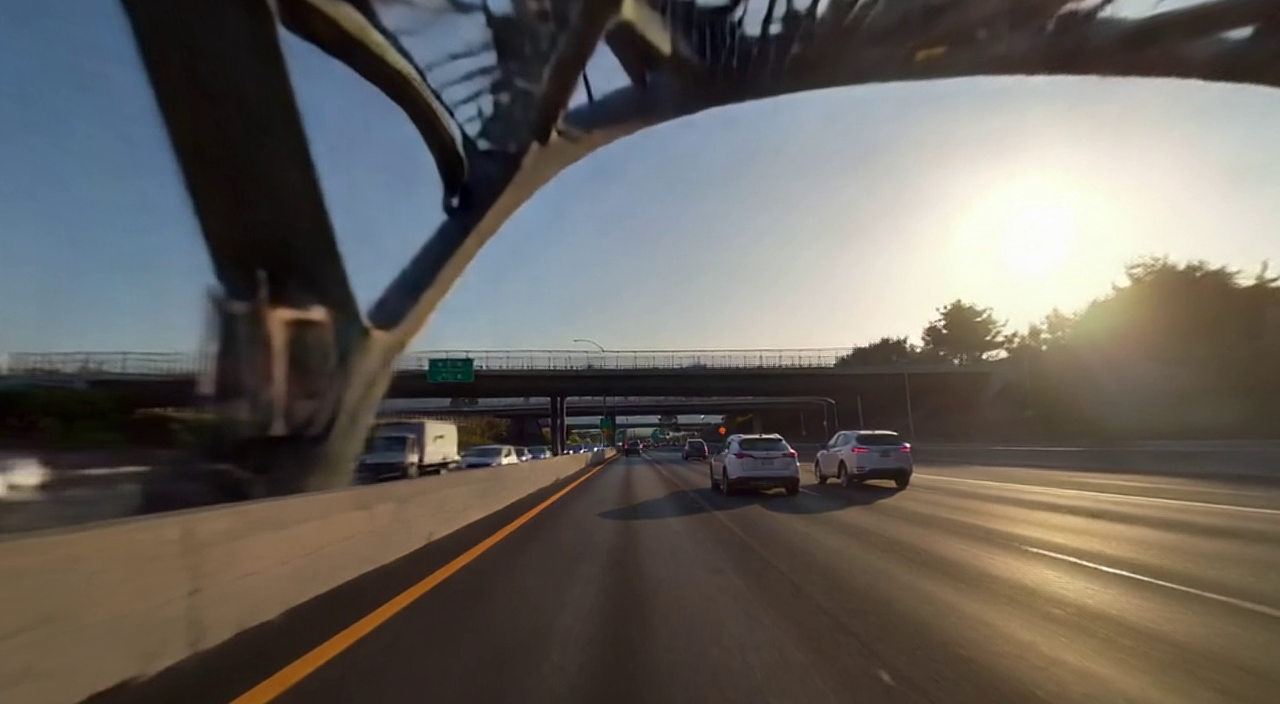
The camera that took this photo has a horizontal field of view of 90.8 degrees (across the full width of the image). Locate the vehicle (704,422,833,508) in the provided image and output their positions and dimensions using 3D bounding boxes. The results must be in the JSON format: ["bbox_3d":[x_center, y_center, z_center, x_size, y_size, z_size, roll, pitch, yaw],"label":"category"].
[{"bbox_3d":[2.826,2.613,14.976,2.059,1.711,4.302,0,-9,-1],"label":"vehicle"}]

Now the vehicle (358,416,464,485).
[{"bbox_3d":[-10.078,4.444,28.595,2.307,2.726,6.596,0,-9,0],"label":"vehicle"}]

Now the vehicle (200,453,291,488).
[{"bbox_3d":[-20.670,6.201,33.370,1.957,1.674,4.417,0,-9,0],"label":"vehicle"}]

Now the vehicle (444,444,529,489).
[{"bbox_3d":[-5.604,4.229,23.727,2.026,1.474,4.578,0,-9,0],"label":"vehicle"}]

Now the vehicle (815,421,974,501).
[{"bbox_3d":[6.488,2.844,16.901,2.040,1.801,4.959,0,-9,-2],"label":"vehicle"}]
